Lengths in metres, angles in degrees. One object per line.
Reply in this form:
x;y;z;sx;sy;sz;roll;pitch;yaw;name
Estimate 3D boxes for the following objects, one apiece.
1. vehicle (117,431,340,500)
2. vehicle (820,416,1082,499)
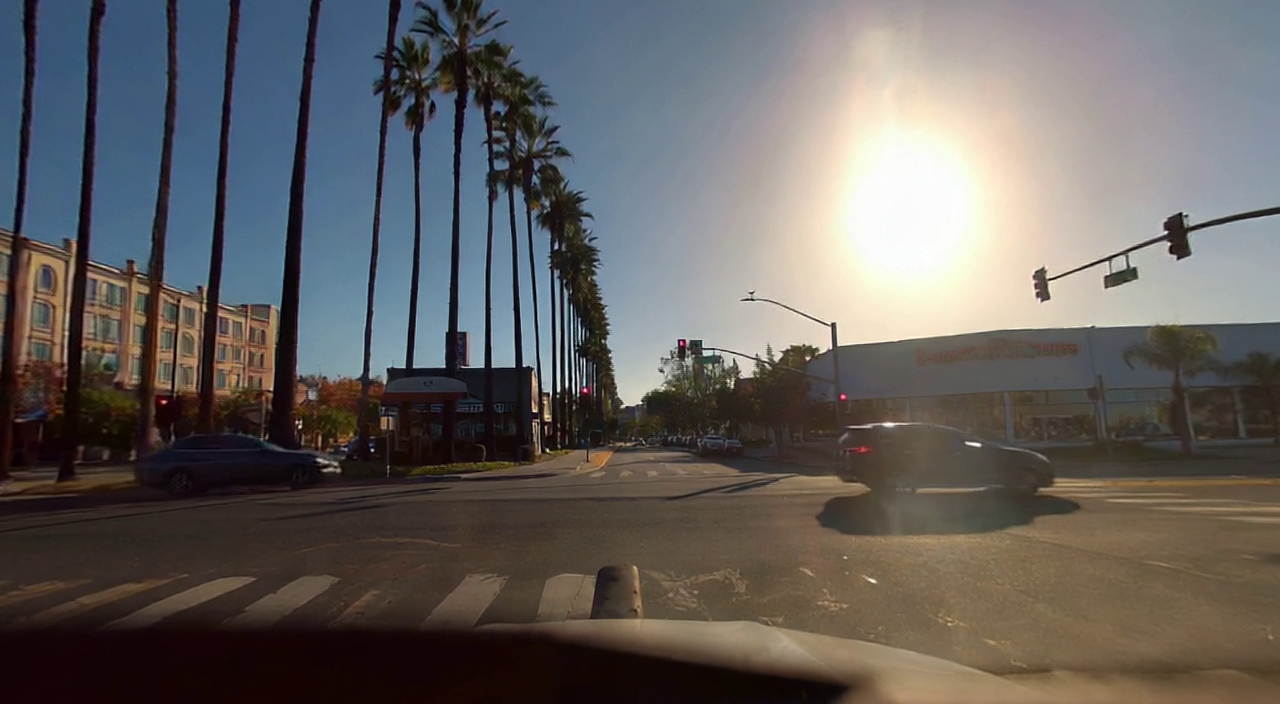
-11.211;3.117;17.669;4.854;1.699;2.152;4;-9;-26;vehicle
7.893;2.714;16.415;5.619;1.951;2.321;1;-8;-5;vehicle
